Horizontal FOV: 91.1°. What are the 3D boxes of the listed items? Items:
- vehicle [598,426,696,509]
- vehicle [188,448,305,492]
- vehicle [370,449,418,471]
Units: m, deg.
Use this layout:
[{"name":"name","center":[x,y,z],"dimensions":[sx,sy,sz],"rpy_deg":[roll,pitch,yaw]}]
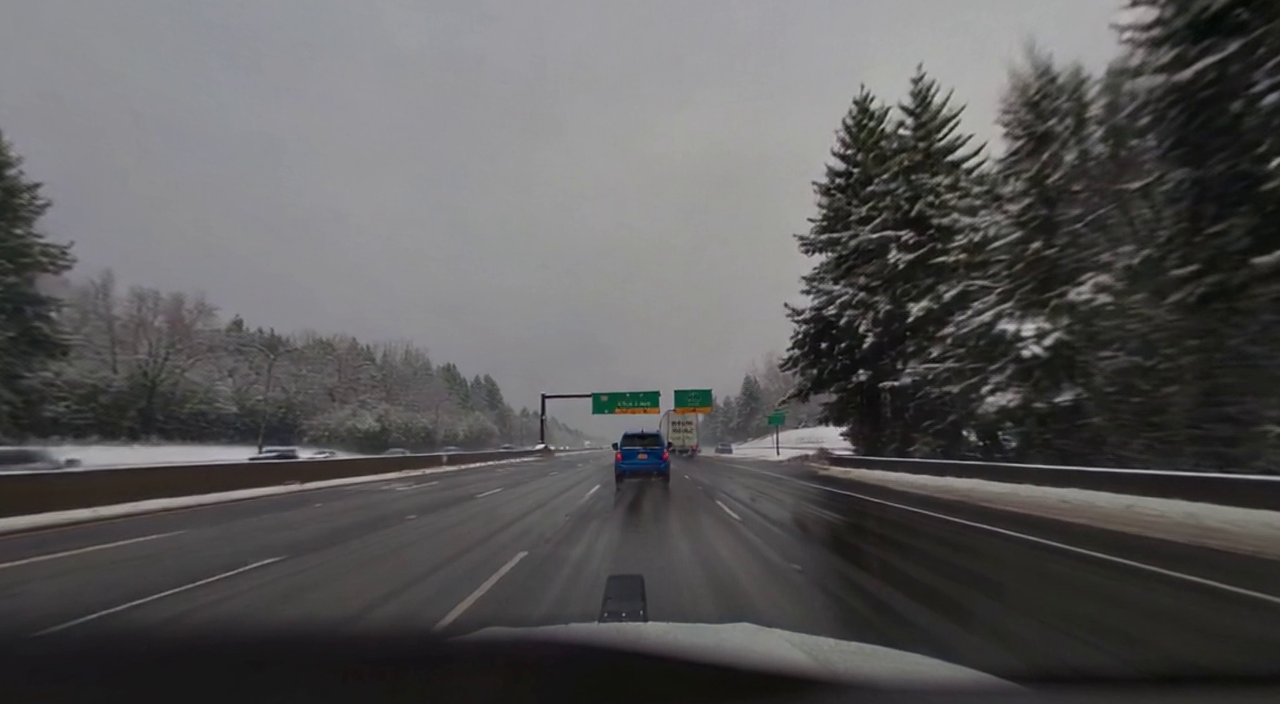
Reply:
[{"name":"vehicle","center":[0.183,2.731,15.286],"dimensions":[2.054,1.706,4.201],"rpy_deg":[0,-8,1]},{"name":"vehicle","center":[-15.306,4.580,24.706],"dimensions":[1.858,1.554,4.055],"rpy_deg":[0,-8,2]},{"name":"vehicle","center":[-18.398,8.096,47.174],"dimensions":[1.811,1.508,4.201],"rpy_deg":[0,-8,2]}]
